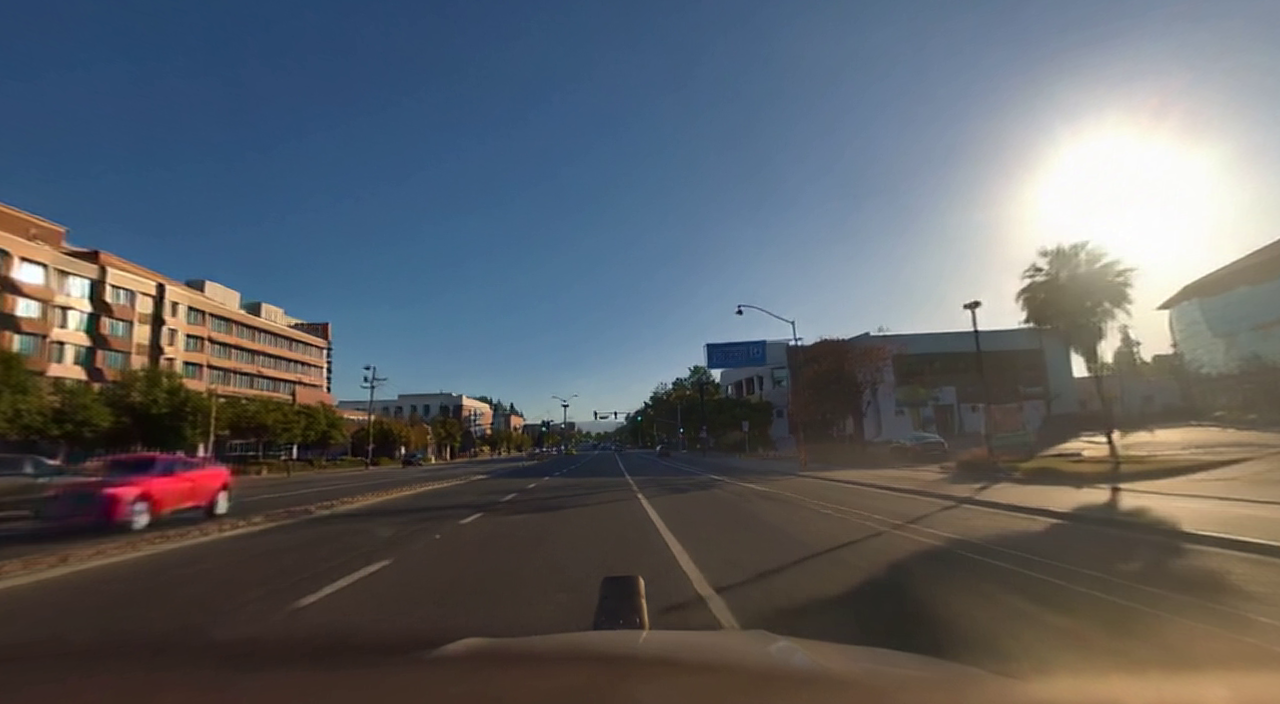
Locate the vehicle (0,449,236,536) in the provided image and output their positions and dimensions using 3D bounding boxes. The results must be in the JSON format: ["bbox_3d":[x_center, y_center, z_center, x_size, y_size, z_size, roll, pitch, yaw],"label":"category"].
[{"bbox_3d":[-11.011,2.874,13.620,1.893,1.525,4.237,0,-8,-2],"label":"vehicle"}]
